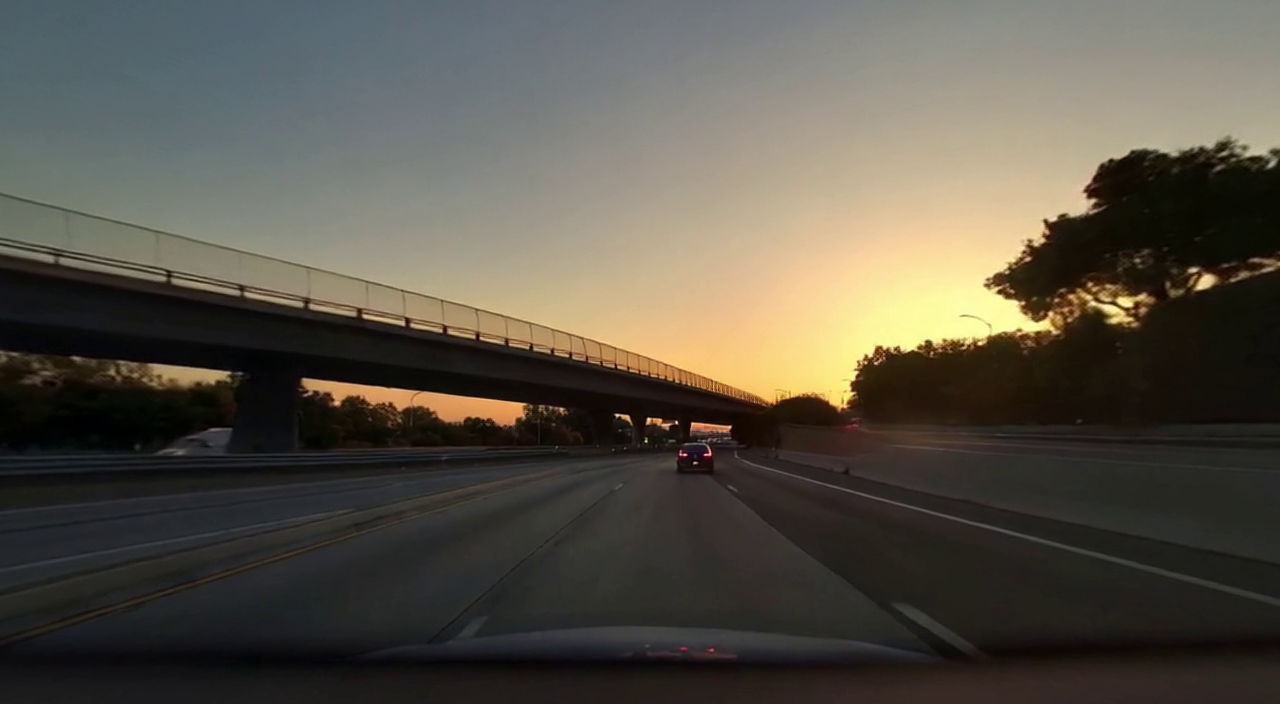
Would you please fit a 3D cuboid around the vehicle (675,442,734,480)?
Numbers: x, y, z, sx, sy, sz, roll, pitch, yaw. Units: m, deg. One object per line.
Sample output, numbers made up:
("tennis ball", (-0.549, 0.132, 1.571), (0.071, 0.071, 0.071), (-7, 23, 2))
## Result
("vehicle", (2.549, 4.430, 25.763), (2.124, 1.405, 4.398), (0, -8, 3))
